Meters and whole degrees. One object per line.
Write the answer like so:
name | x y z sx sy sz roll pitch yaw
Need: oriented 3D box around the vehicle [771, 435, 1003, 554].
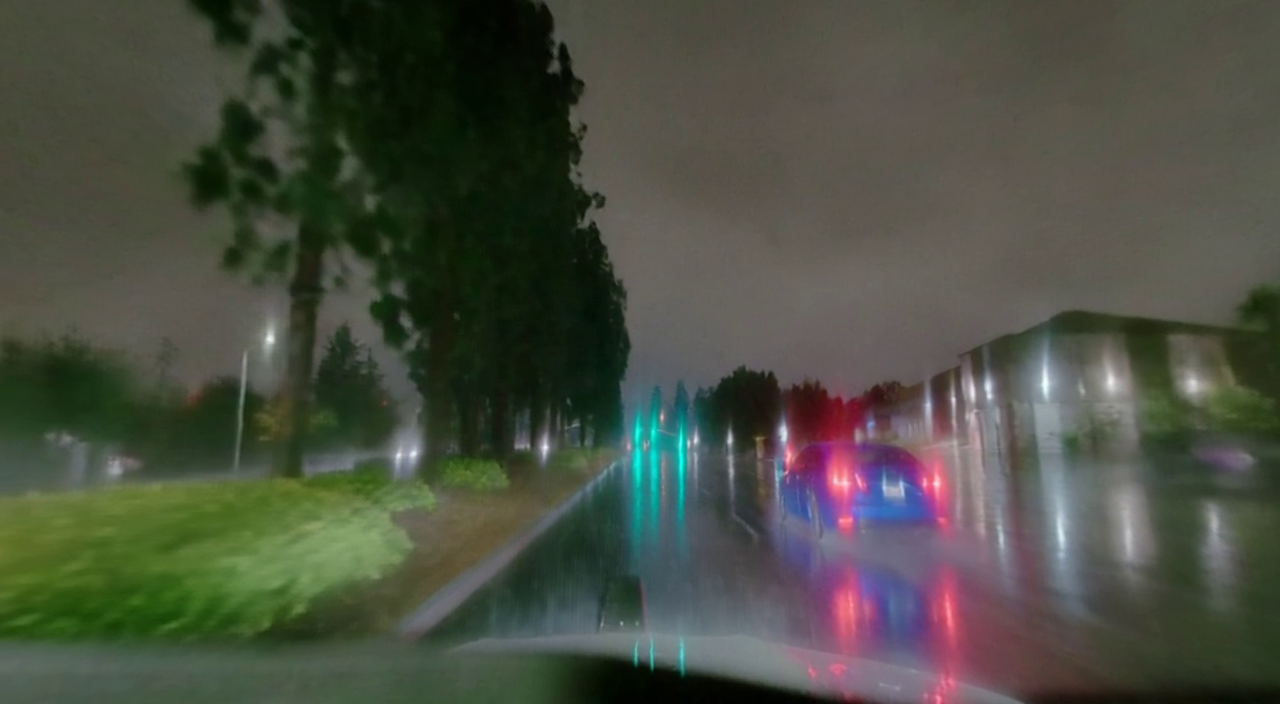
vehicle | 3.548 2.105 10.110 1.950 1.473 4.259 0 -8 0

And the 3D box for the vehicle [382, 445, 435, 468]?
vehicle | -16.280 7.329 44.660 1.993 1.511 4.798 0 -8 -1

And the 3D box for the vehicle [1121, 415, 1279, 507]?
vehicle | 17.184 3.073 18.284 2.868 2.233 6.035 -2 -9 14
